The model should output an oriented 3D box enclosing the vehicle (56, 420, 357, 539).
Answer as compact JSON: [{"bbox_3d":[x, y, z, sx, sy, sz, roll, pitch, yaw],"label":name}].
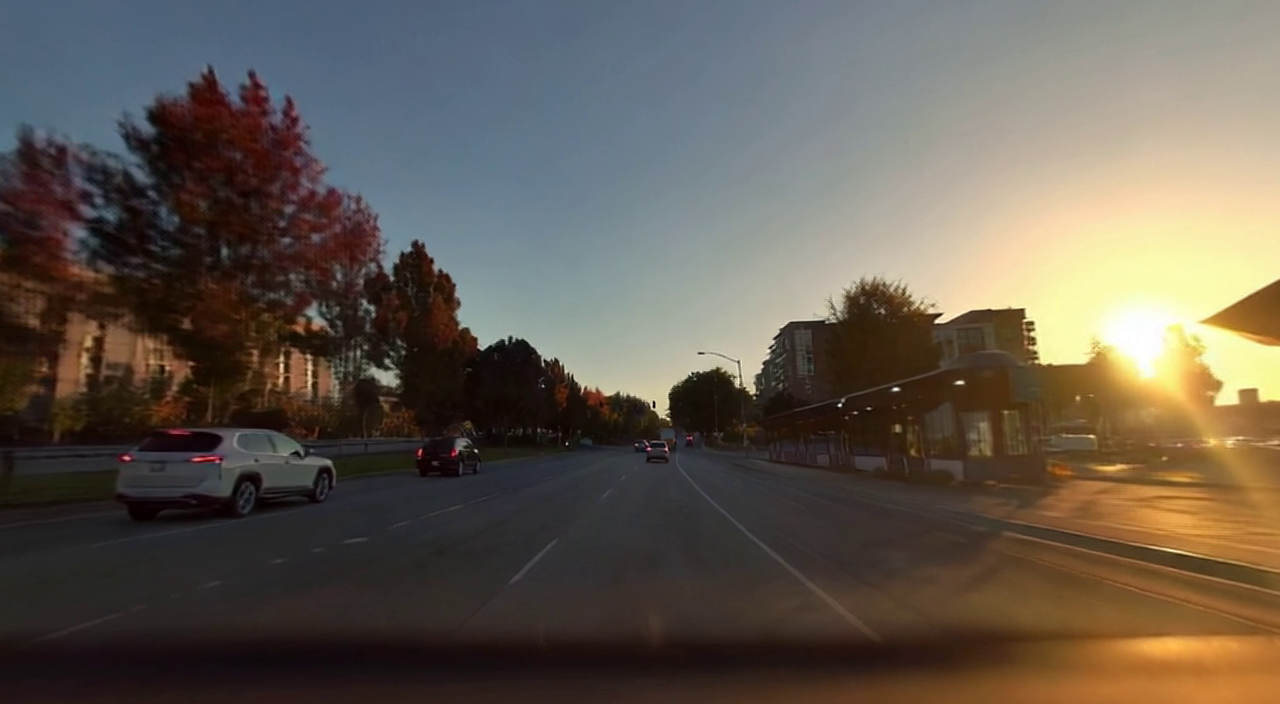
[{"bbox_3d":[-7.460,2.228,11.651,2.181,1.728,4.515,0,-9,3],"label":"vehicle"}]

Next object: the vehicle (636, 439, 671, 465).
[{"bbox_3d":[1.028,7.206,45.543,2.345,1.803,4.261,0,-9,3],"label":"vehicle"}]

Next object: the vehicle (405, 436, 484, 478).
[{"bbox_3d":[-9.019,4.887,29.574,2.097,1.782,4.682,0,-9,2],"label":"vehicle"}]

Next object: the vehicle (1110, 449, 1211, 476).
[{"bbox_3d":[31.876,6.768,38.843,1.966,1.494,4.685,1,-9,-6],"label":"vehicle"}]
